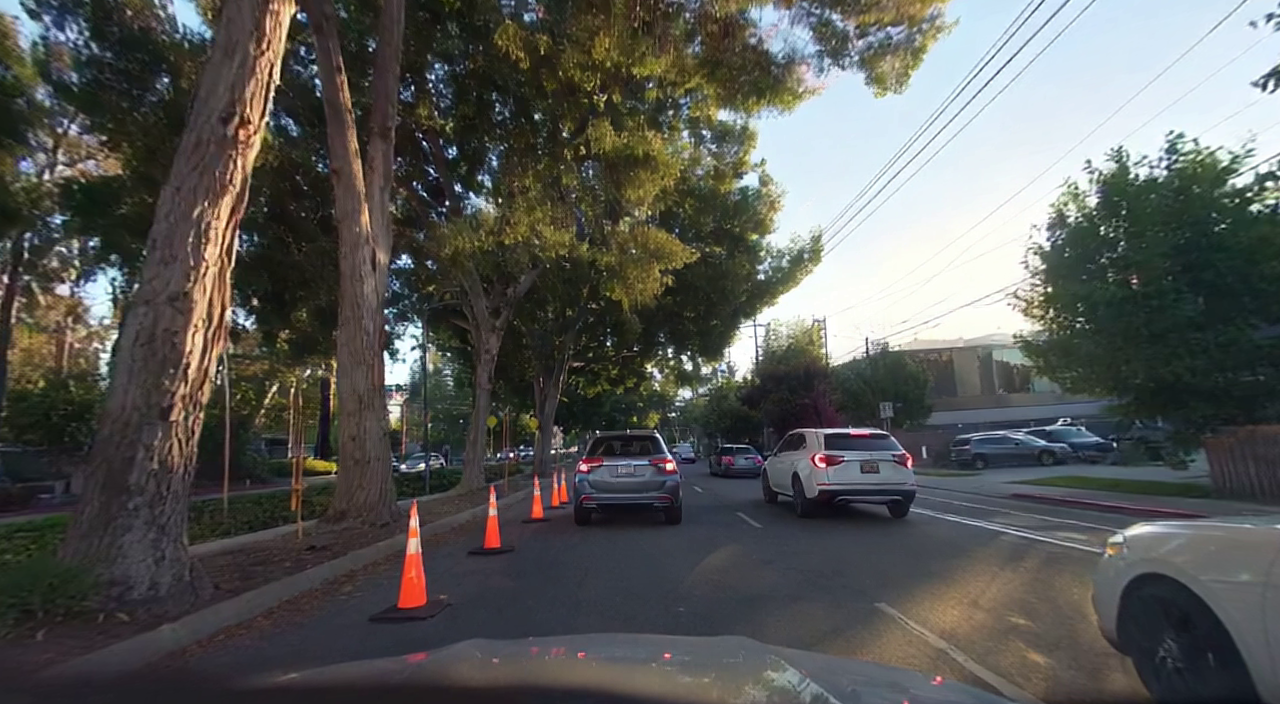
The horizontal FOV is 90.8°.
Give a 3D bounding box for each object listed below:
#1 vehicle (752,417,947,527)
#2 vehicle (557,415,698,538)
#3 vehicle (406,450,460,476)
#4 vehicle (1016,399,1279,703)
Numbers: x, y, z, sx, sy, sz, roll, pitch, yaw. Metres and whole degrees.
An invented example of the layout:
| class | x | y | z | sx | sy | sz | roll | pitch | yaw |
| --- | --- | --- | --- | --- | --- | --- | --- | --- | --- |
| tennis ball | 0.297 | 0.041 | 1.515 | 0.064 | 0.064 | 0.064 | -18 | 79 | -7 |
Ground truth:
| class | x | y | z | sx | sy | sz | roll | pitch | yaw |
| --- | --- | --- | --- | --- | --- | --- | --- | --- | --- |
| vehicle | 3.796 | 2.276 | 12.543 | 2.116 | 1.726 | 4.672 | 0 | -8 | -2 |
| vehicle | -0.233 | 2.098 | 11.216 | 2.050 | 1.745 | 3.915 | 0 | -8 | -1 |
| vehicle | -12.434 | 6.665 | 38.190 | 1.836 | 1.451 | 4.456 | -1 | -8 | -1 |
| vehicle | 3.443 | 0.807 | 1.746 | 1.977 | 1.460 | 4.565 | -1 | -8 | 0 |
